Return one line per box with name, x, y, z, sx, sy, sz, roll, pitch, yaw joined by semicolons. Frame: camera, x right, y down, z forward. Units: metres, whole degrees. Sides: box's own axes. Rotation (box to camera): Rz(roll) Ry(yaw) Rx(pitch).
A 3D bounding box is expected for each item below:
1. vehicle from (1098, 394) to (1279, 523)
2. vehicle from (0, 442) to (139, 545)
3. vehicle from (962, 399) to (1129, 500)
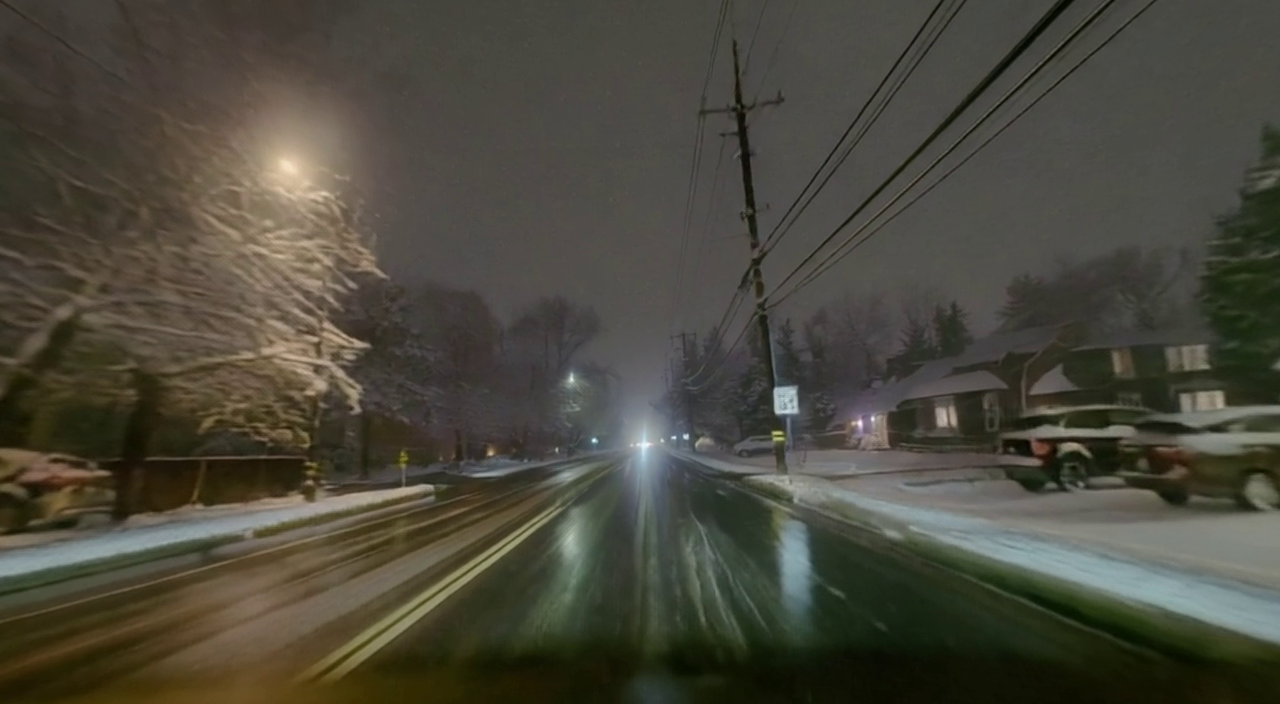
vehicle;10.351;1.559;9.901;4.626;1.731;2.007;-3;-8;-1
vehicle;-13.105;2.759;12.508;2.053;1.906;4.889;0;-9;3
vehicle;9.541;2.225;14.639;2.087;1.903;5.134;-8;-11;44
